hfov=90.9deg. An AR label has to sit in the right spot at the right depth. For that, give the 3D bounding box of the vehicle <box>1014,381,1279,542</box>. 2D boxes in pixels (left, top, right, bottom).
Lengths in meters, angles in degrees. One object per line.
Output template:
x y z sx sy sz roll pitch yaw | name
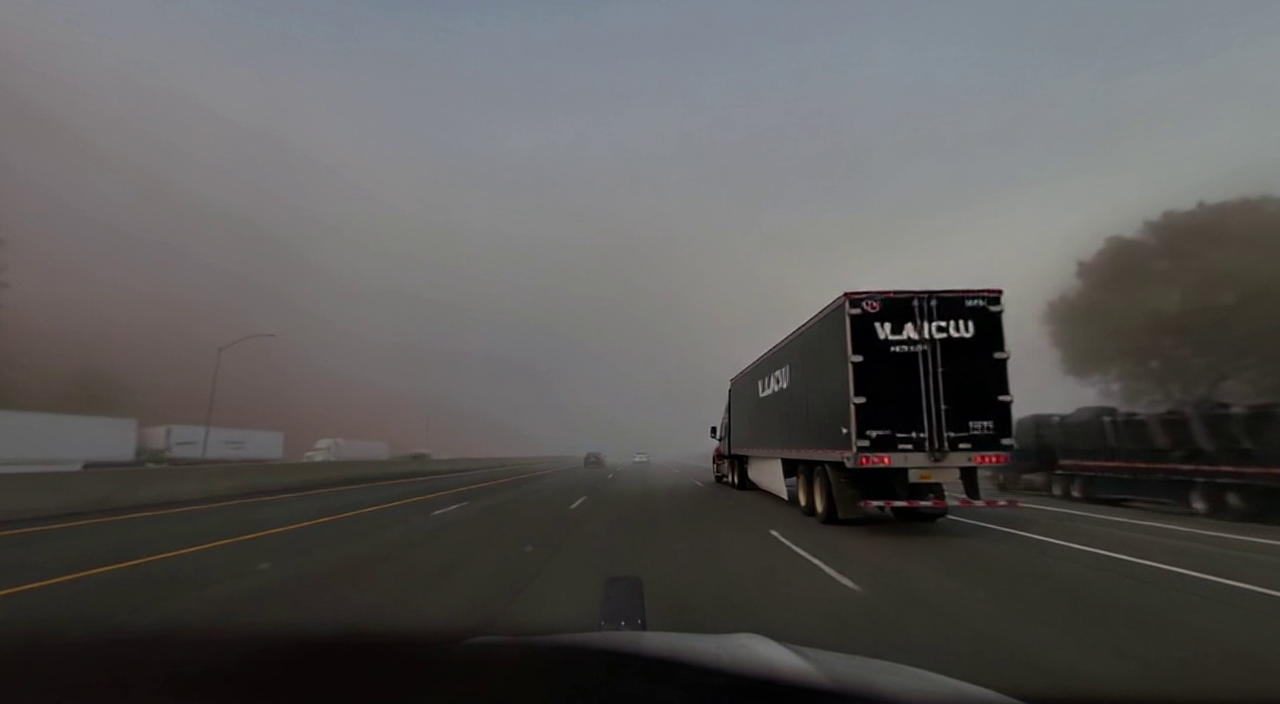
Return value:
18.035 3.533 20.785 2.858 4.111 14.077 0 -9 0 | vehicle

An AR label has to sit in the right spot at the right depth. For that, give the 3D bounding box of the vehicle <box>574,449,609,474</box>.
-3.361 7.717 44.562 2.107 1.626 4.804 0 -9 0 | vehicle

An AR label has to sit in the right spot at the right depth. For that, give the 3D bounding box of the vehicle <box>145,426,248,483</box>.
-30.550 7.087 43.783 2.960 3.677 5.863 1 -9 -4 | vehicle

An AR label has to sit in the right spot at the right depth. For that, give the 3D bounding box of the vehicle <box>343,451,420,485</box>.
-11.878 5.314 29.215 1.759 1.438 4.117 0 -9 1 | vehicle

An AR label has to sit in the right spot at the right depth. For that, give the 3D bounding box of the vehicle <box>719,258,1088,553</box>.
4.454 1.754 15.749 2.847 4.075 14.244 0 -9 -1 | vehicle

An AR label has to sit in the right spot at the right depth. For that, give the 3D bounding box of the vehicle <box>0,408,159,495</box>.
-30.817 4.841 30.948 2.831 3.967 14.344 1 -8 1 | vehicle
